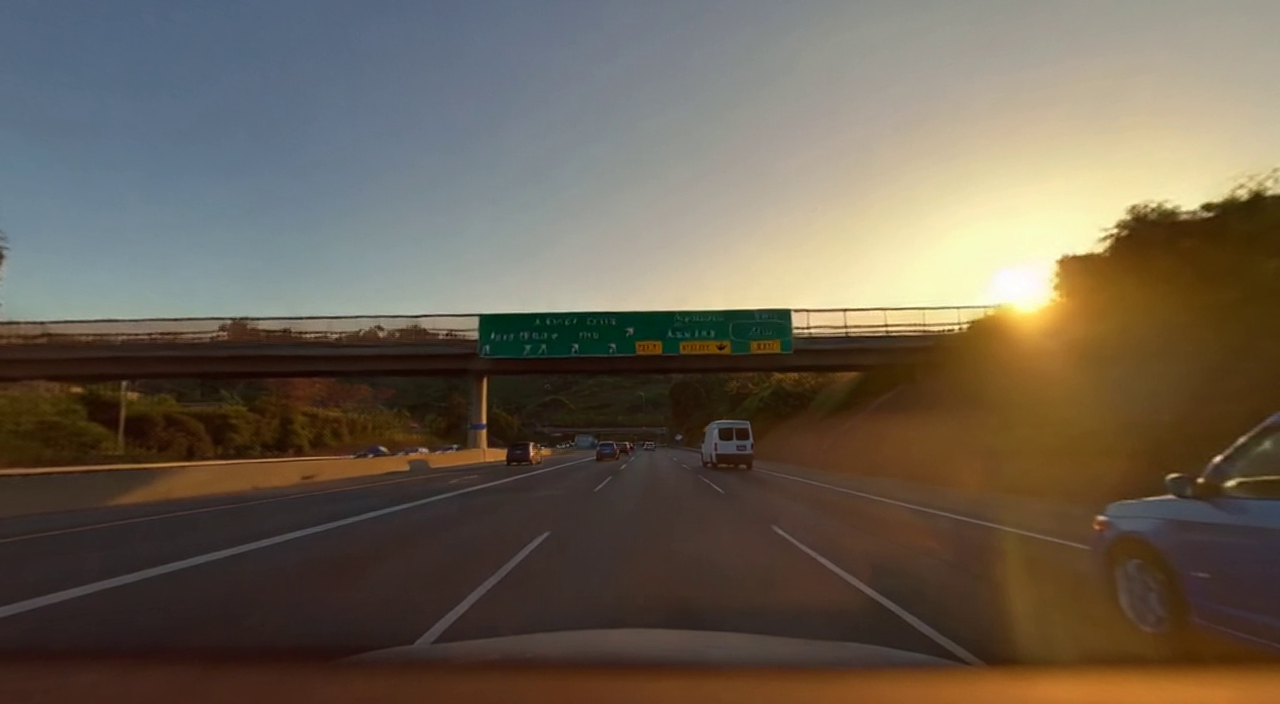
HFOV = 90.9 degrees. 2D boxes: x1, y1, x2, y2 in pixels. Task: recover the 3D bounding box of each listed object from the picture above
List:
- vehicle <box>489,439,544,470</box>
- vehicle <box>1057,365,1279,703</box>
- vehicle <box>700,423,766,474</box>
[{"bbox_3d":[-6.943,5.798,35.943,2.068,1.632,4.623,-1,-8,1],"label":"vehicle"},{"bbox_3d":[4.173,0.808,2.391,2.100,1.690,4.536,0,-8,1],"label":"vehicle"},{"bbox_3d":[4.381,4.669,30.614,2.347,2.234,5.352,0,-8,0],"label":"vehicle"}]
